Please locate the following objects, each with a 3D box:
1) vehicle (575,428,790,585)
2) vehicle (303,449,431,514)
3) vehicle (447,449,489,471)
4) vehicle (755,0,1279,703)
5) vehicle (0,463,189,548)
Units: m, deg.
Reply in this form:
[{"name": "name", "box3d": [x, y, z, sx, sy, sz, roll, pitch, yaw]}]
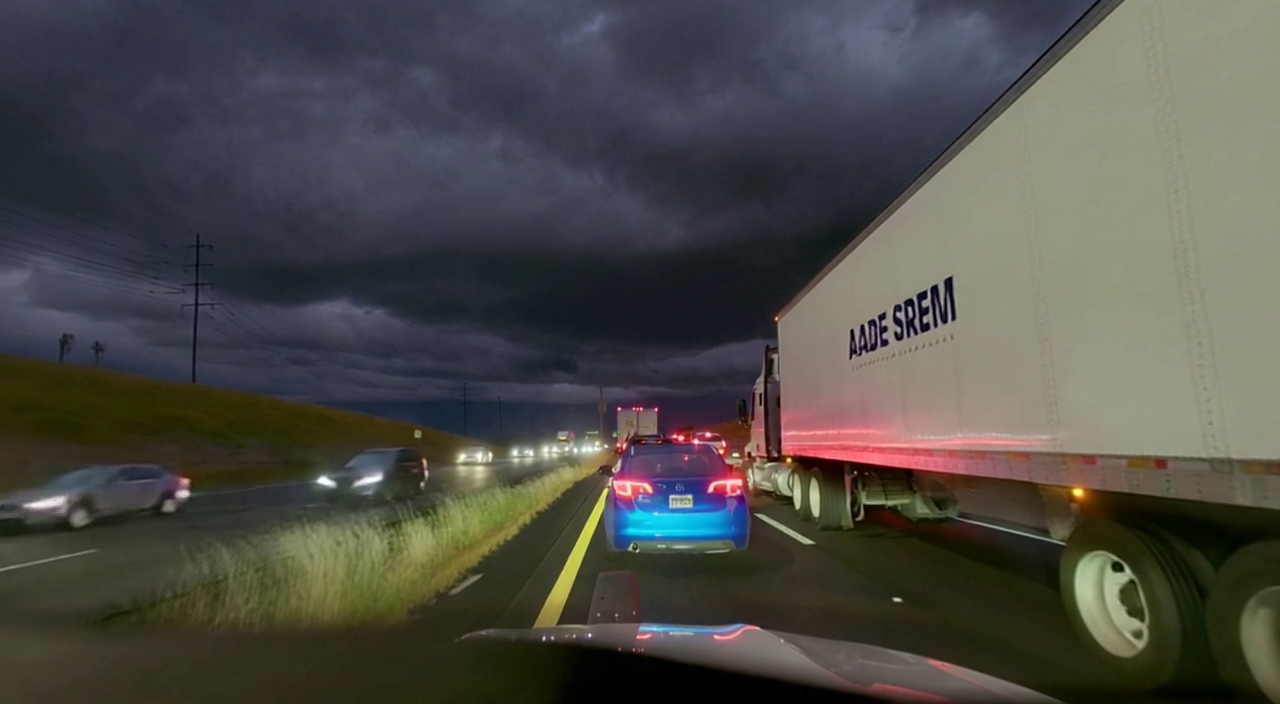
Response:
[{"name": "vehicle", "box3d": [0.339, 1.723, 7.846, 2.045, 1.446, 3.597, 0, -8, -2]}, {"name": "vehicle", "box3d": [-8.007, 3.794, 18.975, 1.991, 1.629, 4.259, -1, -8, -1]}, {"name": "vehicle", "box3d": [-12.545, 7.887, 46.238, 1.853, 1.445, 4.478, -1, -8, -1]}, {"name": "vehicle", "box3d": [4.152, 0.132, 5.832, 3.138, 4.065, 14.276, 0, -8, -1]}, {"name": "vehicle", "box3d": [-12.093, 3.211, 13.688, 1.795, 1.441, 3.759, -1, -8, -1]}]
